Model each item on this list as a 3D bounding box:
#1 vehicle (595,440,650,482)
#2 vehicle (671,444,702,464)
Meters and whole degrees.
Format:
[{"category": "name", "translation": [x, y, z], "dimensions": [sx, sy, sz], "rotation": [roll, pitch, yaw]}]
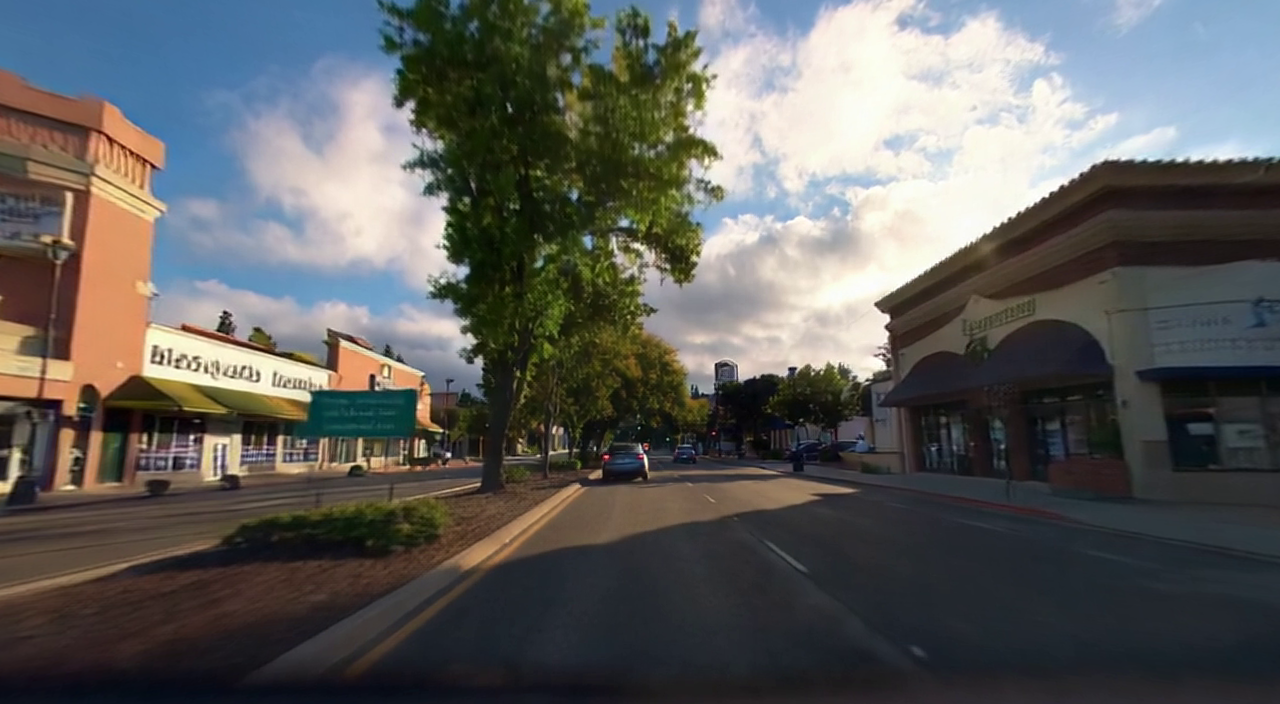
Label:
[{"category": "vehicle", "translation": [-0.633, 4.212, 24.677], "dimensions": [2.006, 1.487, 3.535], "rotation": [0, -9, 0]}, {"category": "vehicle", "translation": [3.551, 7.899, 48.970], "dimensions": [1.910, 1.474, 4.003], "rotation": [0, -9, -2]}]
